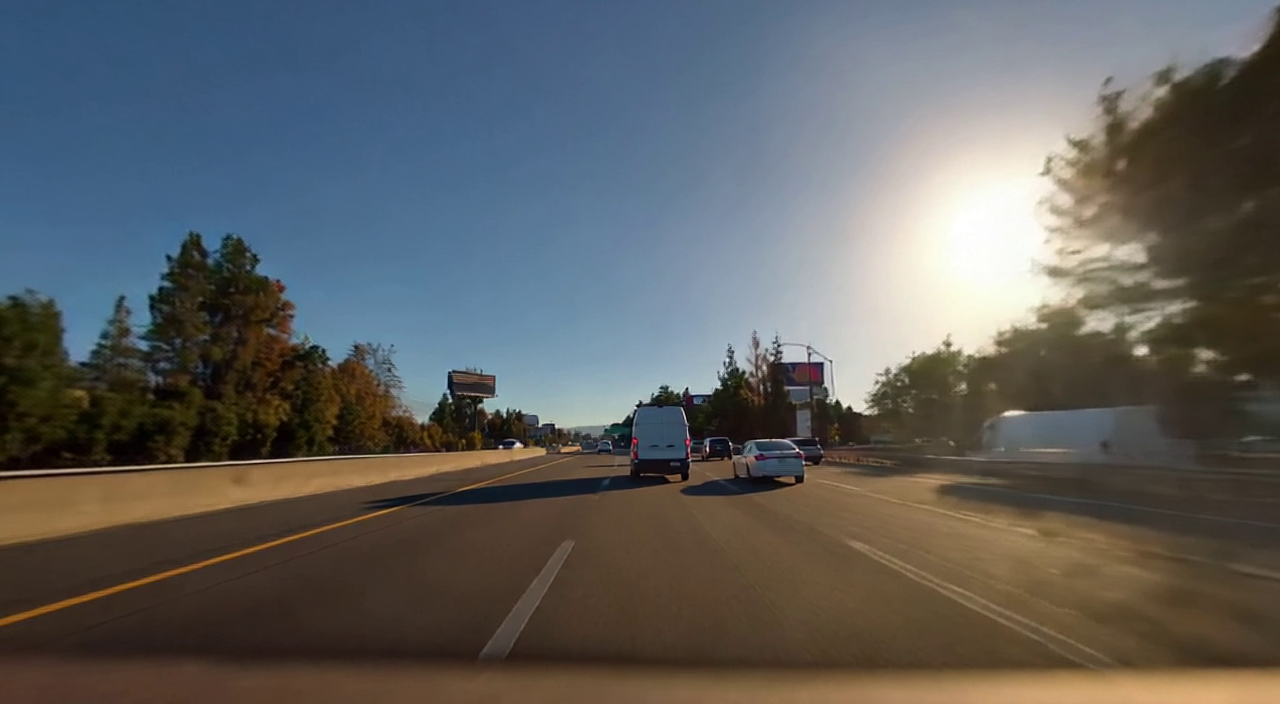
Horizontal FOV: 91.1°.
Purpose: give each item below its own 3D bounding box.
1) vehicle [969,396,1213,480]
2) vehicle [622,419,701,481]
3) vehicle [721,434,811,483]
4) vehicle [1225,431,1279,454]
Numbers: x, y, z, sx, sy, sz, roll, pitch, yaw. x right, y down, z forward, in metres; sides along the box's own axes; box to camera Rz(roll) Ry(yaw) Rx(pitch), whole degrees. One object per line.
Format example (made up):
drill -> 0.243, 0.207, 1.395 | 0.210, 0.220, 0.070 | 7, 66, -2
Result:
vehicle -> 17.286, 3.490, 25.275 | 3.113, 2.773, 8.752 | 0, -8, -2
vehicle -> 0.654, 3.716, 24.004 | 2.546, 2.087, 5.404 | 0, -8, -3
vehicle -> 4.145, 3.574, 21.334 | 2.099, 1.510, 3.784 | 0, -8, -2
vehicle -> 47.533, 6.837, 47.332 | 4.842, 1.681, 2.070 | 1, -8, -5
